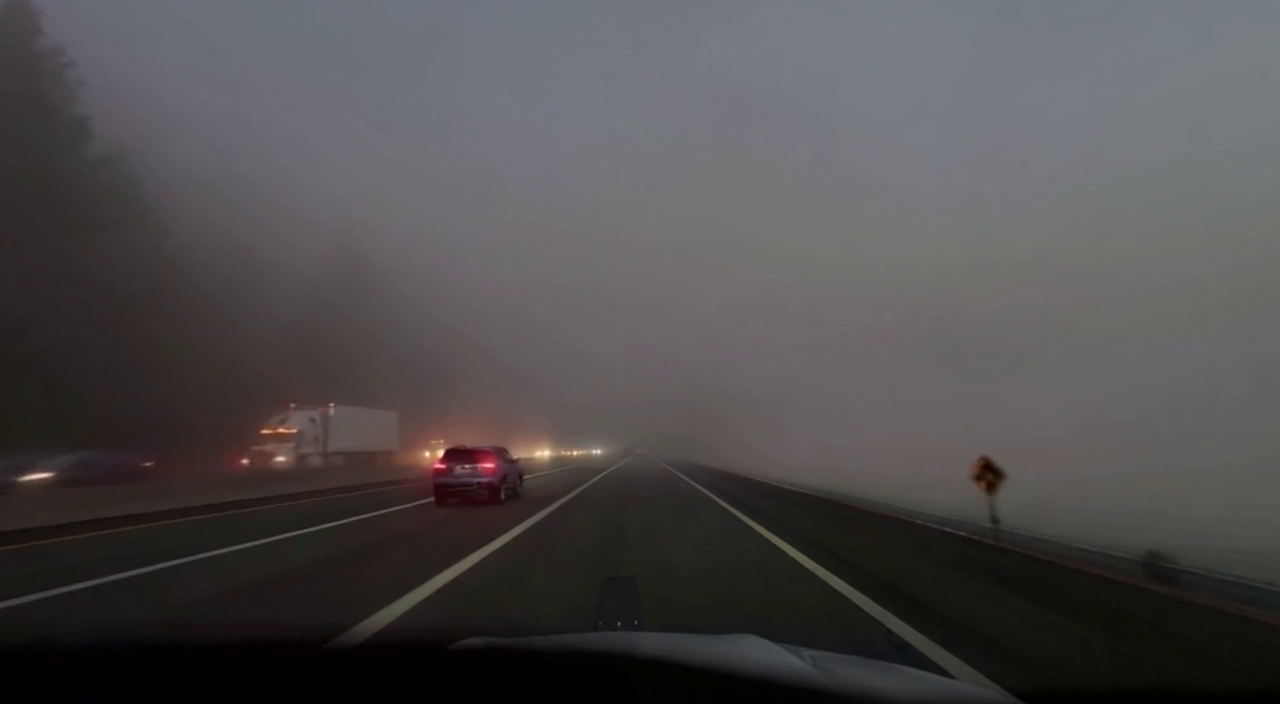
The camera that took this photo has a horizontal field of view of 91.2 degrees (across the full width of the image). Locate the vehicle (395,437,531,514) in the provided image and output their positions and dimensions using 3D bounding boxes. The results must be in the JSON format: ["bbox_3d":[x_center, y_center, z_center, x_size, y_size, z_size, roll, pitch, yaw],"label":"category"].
[{"bbox_3d":[-3.870,2.761,14.473,1.933,1.497,3.973,0,-9,1],"label":"vehicle"}]

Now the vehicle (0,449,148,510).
[{"bbox_3d":[-16.560,3.502,17.730,1.907,1.503,4.063,0,-9,1],"label":"vehicle"}]

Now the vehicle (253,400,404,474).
[{"bbox_3d":[-19.687,5.705,41.336,2.892,4.074,13.567,0,-9,0],"label":"vehicle"}]
